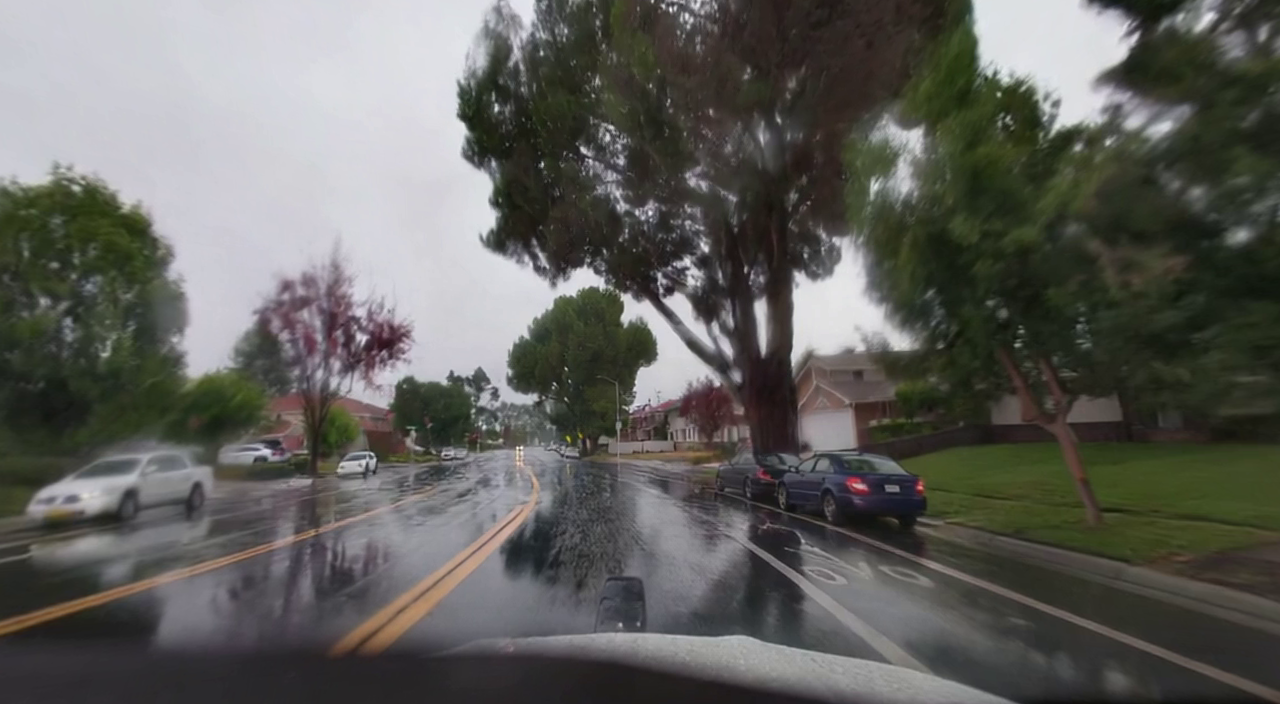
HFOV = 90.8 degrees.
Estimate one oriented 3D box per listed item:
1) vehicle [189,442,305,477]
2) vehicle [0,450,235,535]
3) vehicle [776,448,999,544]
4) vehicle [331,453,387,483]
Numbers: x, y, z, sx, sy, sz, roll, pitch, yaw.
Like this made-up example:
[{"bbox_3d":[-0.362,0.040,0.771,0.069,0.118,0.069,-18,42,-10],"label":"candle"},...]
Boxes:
[{"bbox_3d":[-24.121,6.629,38.984,5.560,1.892,2.099,0,-10,-8],"label":"vehicle"},{"bbox_3d":[-12.266,3.248,15.394,2.180,1.472,4.933,-4,-8,-9],"label":"vehicle"},{"bbox_3d":[4.319,2.568,12.102,1.872,1.423,4.874,1,-9,-6],"label":"vehicle"},{"bbox_3d":[-15.784,6.526,35.715,1.870,1.451,4.140,0,-8,-10],"label":"vehicle"}]
